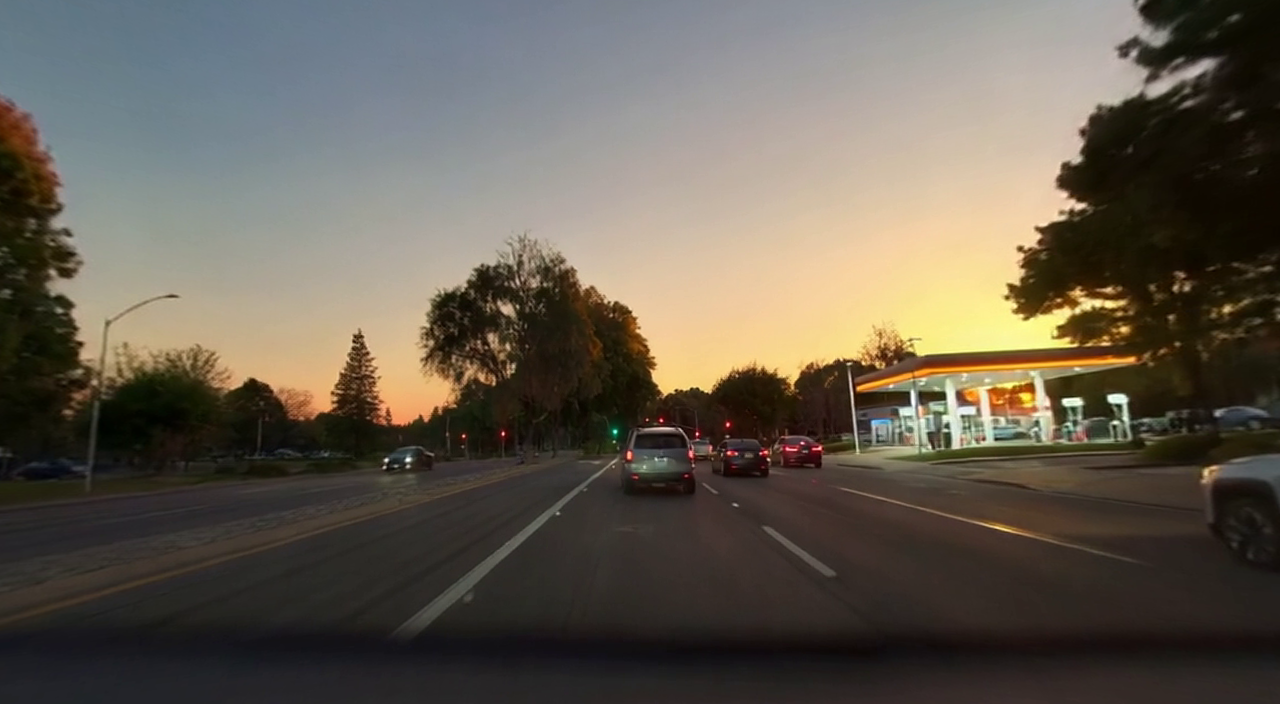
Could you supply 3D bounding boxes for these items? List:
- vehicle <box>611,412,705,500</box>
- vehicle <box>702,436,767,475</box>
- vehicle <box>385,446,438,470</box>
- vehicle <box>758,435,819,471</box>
[{"bbox_3d":[0.285,2.632,16.342,2.038,1.917,4.900,0,-8,-3],"label":"vehicle"},{"bbox_3d":[3.827,4.270,26.287,1.940,1.474,4.234,0,-8,-2],"label":"vehicle"},{"bbox_3d":[-15.502,7.165,43.040,1.914,1.496,4.361,0,-8,1],"label":"vehicle"},{"bbox_3d":[6.943,4.756,30.016,1.793,1.585,4.130,0,-8,-1],"label":"vehicle"}]
